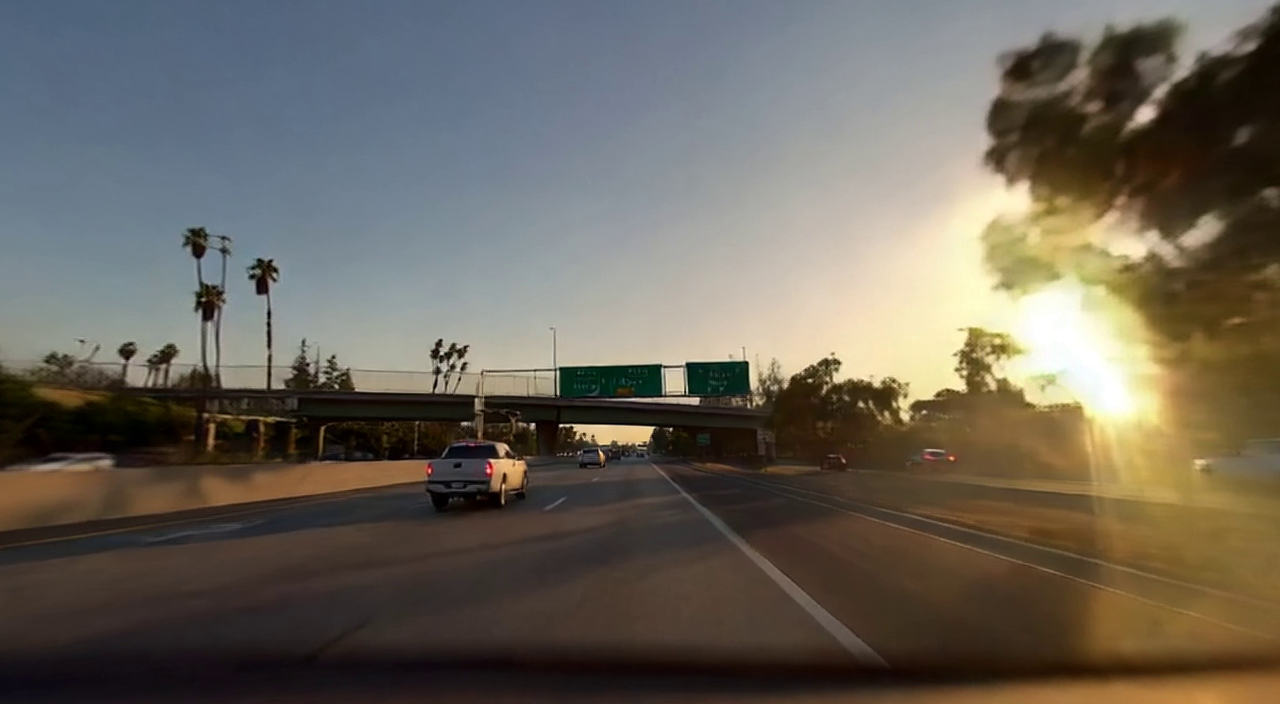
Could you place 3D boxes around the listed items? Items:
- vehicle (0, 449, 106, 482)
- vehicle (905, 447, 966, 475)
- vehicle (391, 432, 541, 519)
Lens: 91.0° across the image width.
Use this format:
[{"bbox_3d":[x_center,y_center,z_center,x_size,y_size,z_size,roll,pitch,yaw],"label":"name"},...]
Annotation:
[{"bbox_3d":[-32.205,6.156,34.476,1.786,1.680,4.588,0,-9,2],"label":"vehicle"},{"bbox_3d":[20.329,7.504,43.542,2.033,1.794,5.116,-1,-9,4],"label":"vehicle"},{"bbox_3d":[-3.910,2.865,15.213,2.162,1.747,4.791,0,-9,1],"label":"vehicle"}]
